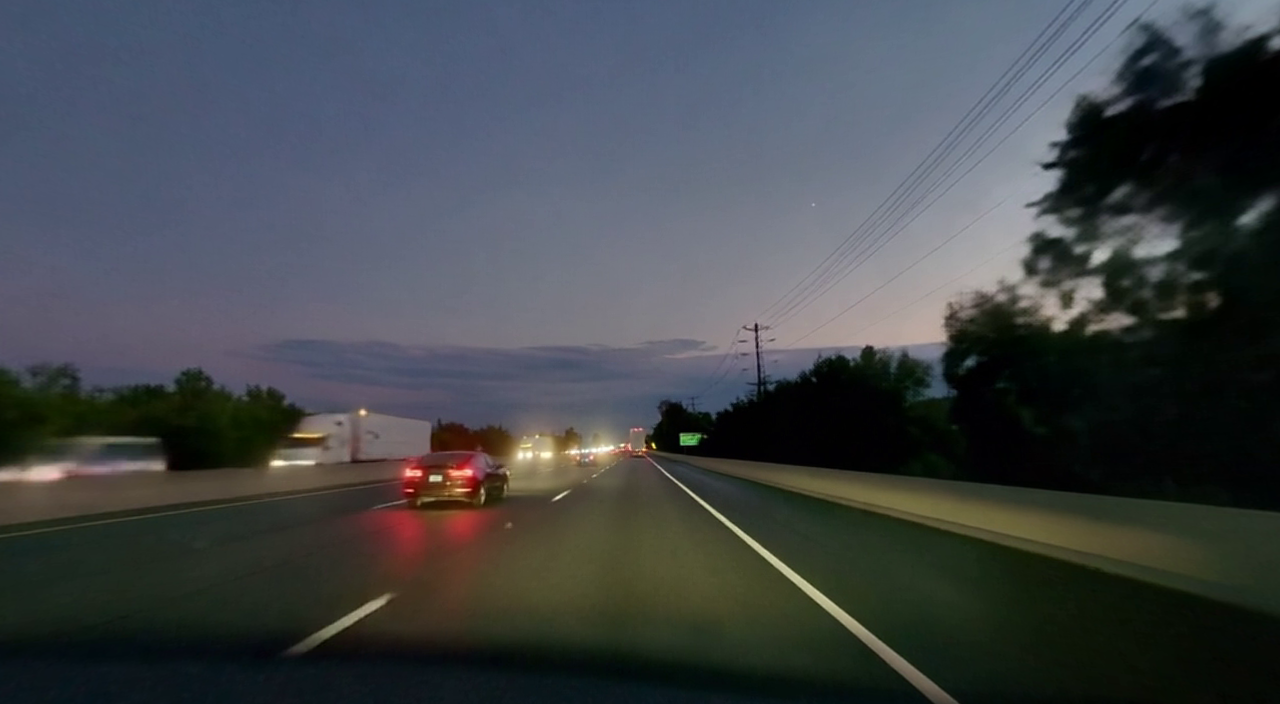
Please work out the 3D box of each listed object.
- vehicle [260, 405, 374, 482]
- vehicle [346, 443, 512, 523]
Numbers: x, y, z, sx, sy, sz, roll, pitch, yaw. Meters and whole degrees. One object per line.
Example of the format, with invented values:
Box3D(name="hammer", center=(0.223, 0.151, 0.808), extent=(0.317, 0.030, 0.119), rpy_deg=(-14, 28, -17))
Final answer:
Box3D(name="vehicle", center=(-17.968, 5.220, 35.728), extent=(2.954, 3.922, 6.403), rpy_deg=(0, -9, 0))
Box3D(name="vehicle", center=(-4.350, 2.774, 13.916), extent=(2.106, 1.445, 4.404), rpy_deg=(0, -9, 0))
